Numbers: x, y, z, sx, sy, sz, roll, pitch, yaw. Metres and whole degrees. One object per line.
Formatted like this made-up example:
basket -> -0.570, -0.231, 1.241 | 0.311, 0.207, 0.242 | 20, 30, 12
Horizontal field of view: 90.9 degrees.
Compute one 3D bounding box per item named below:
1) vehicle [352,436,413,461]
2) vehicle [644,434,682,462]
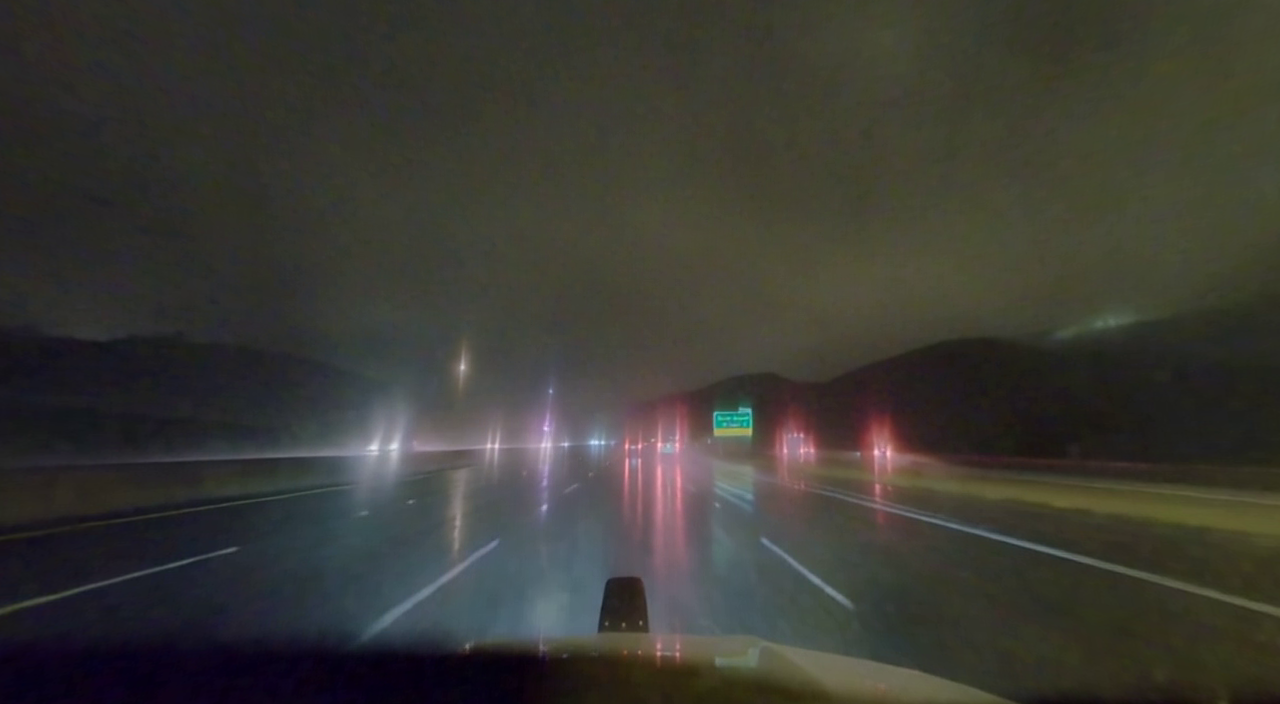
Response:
vehicle -> -16.583, 6.233, 40.894 | 1.973, 1.511, 4.754 | 0, -8, 0
vehicle -> 1.615, 7.053, 46.232 | 2.431, 1.916, 4.808 | 0, -8, -3
